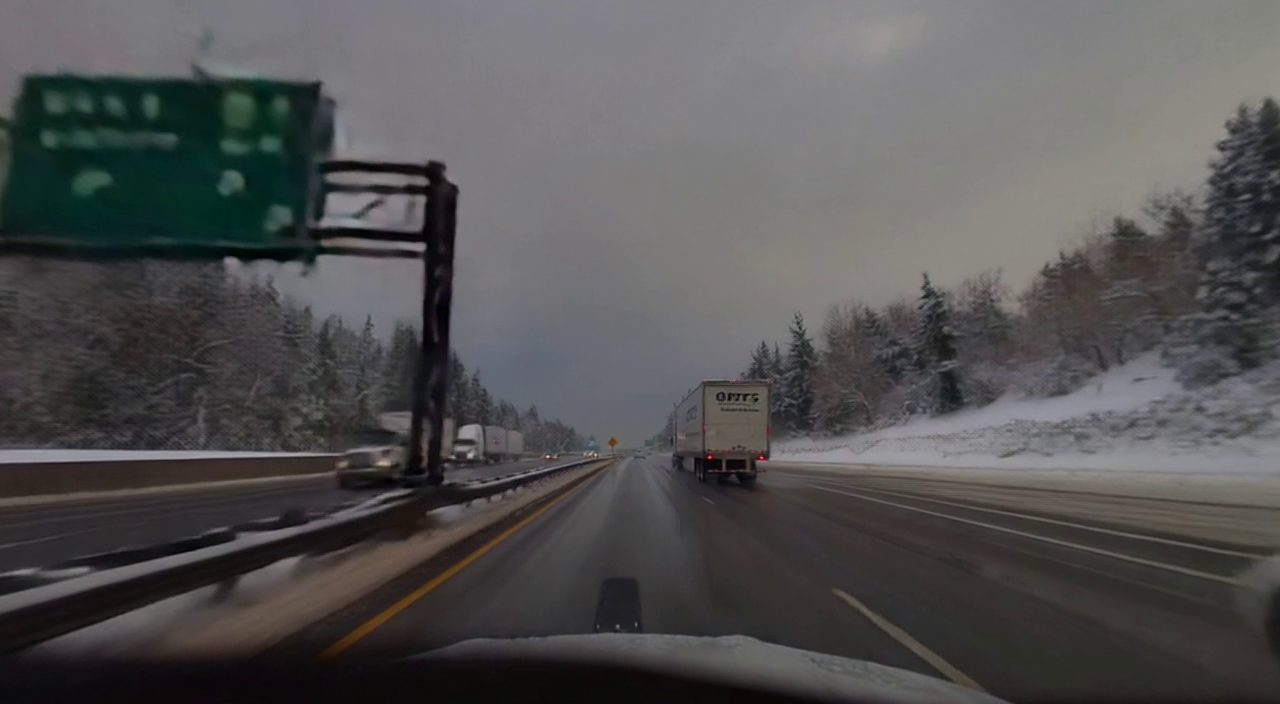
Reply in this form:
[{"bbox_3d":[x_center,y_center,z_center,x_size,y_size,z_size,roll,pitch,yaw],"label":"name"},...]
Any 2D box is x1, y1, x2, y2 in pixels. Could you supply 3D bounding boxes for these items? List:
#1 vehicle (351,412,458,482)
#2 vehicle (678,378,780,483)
[{"bbox_3d":[-12.811,5.316,35.120,2.901,3.451,7.721,0,-9,0],"label":"vehicle"},{"bbox_3d":[3.856,4.150,31.549,2.926,4.060,14.068,0,-9,-1],"label":"vehicle"}]
